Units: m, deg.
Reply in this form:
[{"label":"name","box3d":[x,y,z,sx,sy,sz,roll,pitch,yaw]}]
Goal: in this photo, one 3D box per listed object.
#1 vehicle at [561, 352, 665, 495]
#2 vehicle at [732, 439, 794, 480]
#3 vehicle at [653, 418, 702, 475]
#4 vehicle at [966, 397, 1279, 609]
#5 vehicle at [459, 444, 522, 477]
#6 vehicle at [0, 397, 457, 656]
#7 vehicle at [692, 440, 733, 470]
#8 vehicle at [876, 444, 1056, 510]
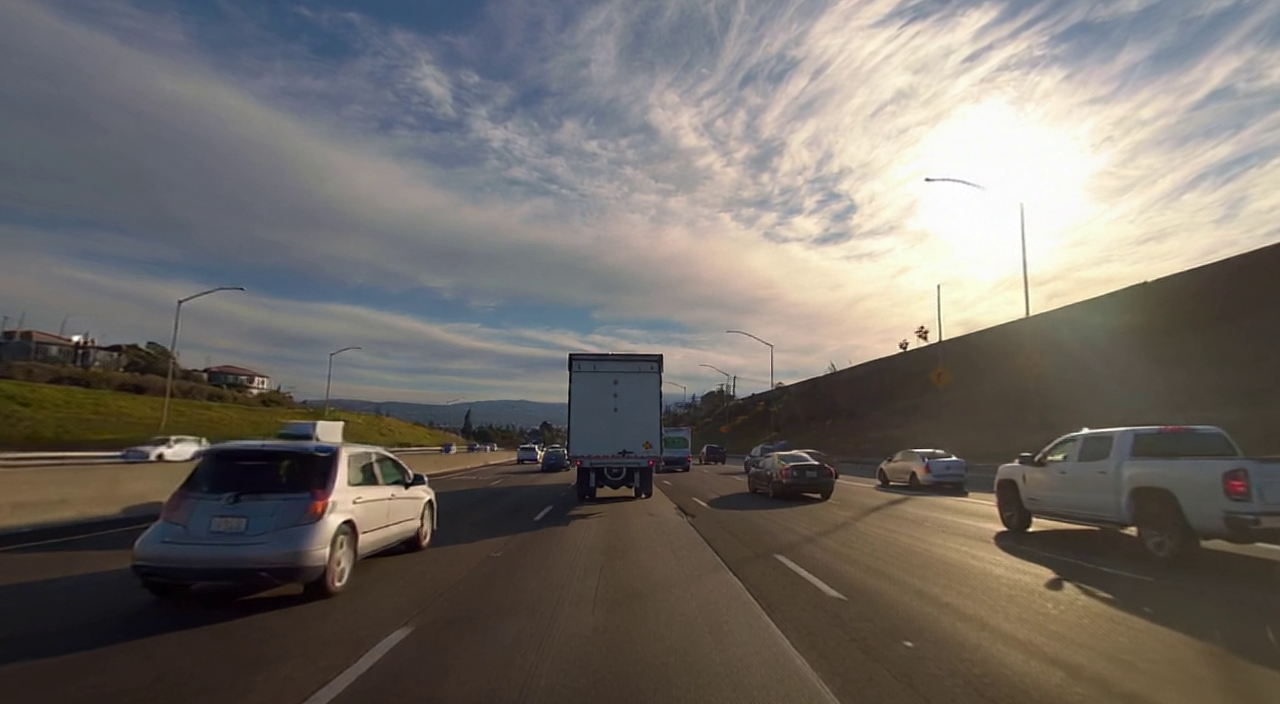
[{"label":"vehicle","box3d":[-0.763,2.801,23.297,2.906,4.040,10.743,0,-9,0]},{"label":"vehicle","box3d":[6.143,5.431,32.207,2.070,1.888,4.546,0,-9,-2]},{"label":"vehicle","box3d":[2.397,6.529,43.732,2.669,3.491,8.645,0,-9,-1]},{"label":"vehicle","box3d":[6.324,1.578,7.429,2.188,1.731,5.031,0,-9,-1]},{"label":"vehicle","box3d":[-7.303,5.353,31.404,1.973,1.471,4.779,0,-9,0]},{"label":"vehicle","box3d":[-3.364,1.433,6.198,1.946,1.641,4.105,0,-9,-1]},{"label":"vehicle","box3d":[5.460,7.814,48.047,2.297,2.116,5.052,0,-9,-2]},{"label":"vehicle","box3d":[8.470,3.265,17.082,2.002,1.472,4.950,0,-9,-3]}]
